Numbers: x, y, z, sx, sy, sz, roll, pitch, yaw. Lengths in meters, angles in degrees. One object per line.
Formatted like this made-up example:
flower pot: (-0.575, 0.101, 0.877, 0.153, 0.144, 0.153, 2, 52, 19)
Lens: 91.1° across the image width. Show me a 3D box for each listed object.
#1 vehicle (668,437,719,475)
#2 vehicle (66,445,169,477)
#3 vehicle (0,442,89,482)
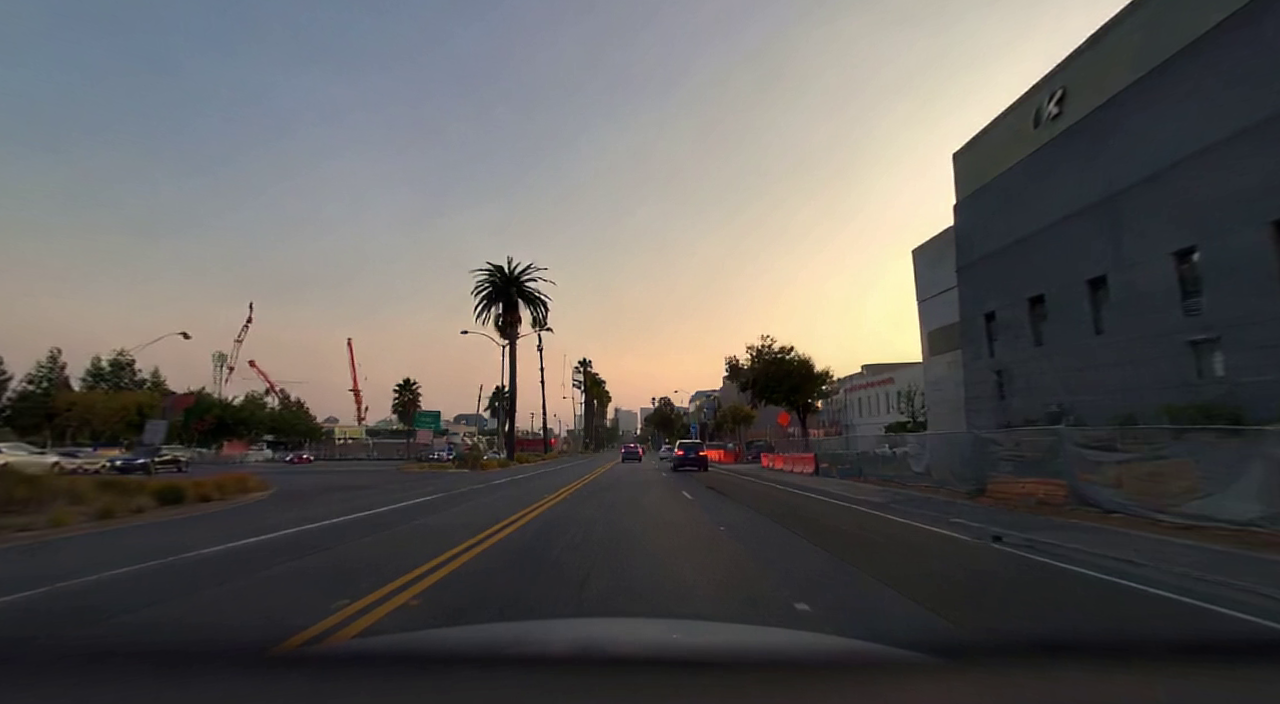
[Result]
vehicle: (2.929, 5.847, 35.716, 2.386, 1.970, 5.665, 0, -8, 0)
vehicle: (-27.339, 5.693, 33.037, 1.939, 1.500, 4.057, 1, -8, -1)
vehicle: (-25.390, 4.390, 25.188, 4.663, 1.501, 1.909, 6, -10, -37)
